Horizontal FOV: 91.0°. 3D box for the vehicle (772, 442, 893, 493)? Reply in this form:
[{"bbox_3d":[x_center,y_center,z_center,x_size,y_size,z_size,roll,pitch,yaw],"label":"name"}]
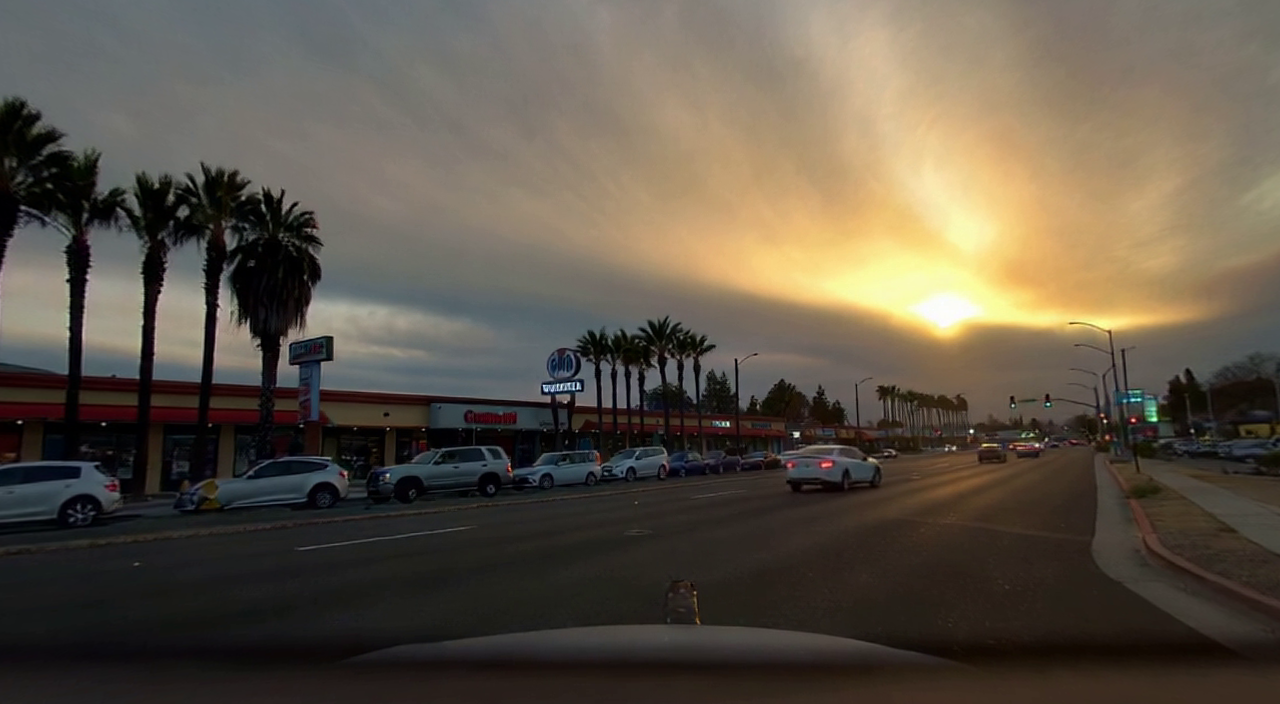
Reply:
[{"bbox_3d":[6.703,3.858,21.520,2.232,1.513,5.090,-6,-11,37],"label":"vehicle"}]

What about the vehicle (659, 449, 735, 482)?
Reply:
[{"bbox_3d":[2.869,5.504,30.876,1.776,1.448,4.137,-6,-11,37],"label":"vehicle"}]

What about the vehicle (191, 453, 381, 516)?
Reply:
[{"bbox_3d":[-10.567,3.900,19.135,1.900,1.615,4.573,-6,-11,37],"label":"vehicle"}]

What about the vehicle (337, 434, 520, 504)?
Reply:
[{"bbox_3d":[-6.175,3.596,18.994,1.989,1.792,4.884,-9,-15,35],"label":"vehicle"}]

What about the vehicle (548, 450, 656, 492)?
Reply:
[{"bbox_3d":[-1.409,4.650,25.001,1.837,1.468,4.389,-6,-11,37],"label":"vehicle"}]

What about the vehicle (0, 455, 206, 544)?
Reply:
[{"bbox_3d":[-11.440,2.739,12.004,1.854,1.482,4.756,-6,-11,37],"label":"vehicle"}]
